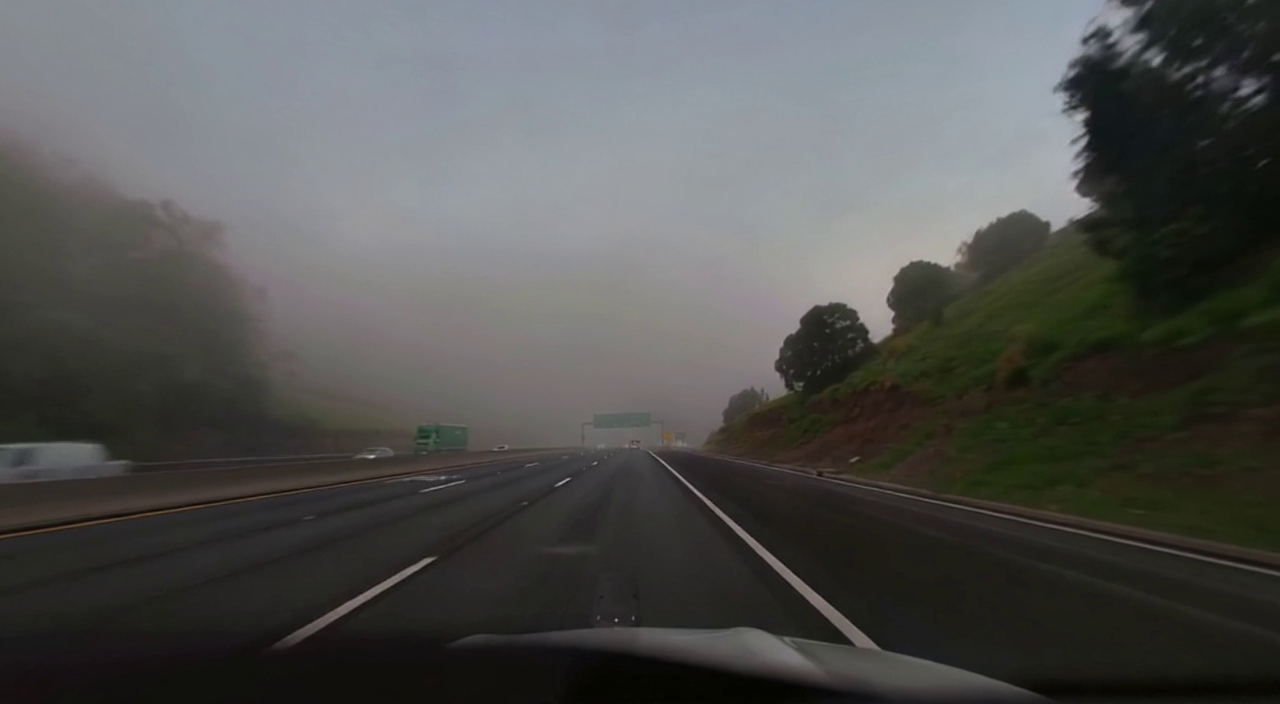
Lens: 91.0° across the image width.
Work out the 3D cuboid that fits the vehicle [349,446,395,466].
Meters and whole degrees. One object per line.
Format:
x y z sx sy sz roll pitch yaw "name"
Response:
-20.890 8.085 49.225 1.704 1.419 4.326 0 -8 -1 "vehicle"
